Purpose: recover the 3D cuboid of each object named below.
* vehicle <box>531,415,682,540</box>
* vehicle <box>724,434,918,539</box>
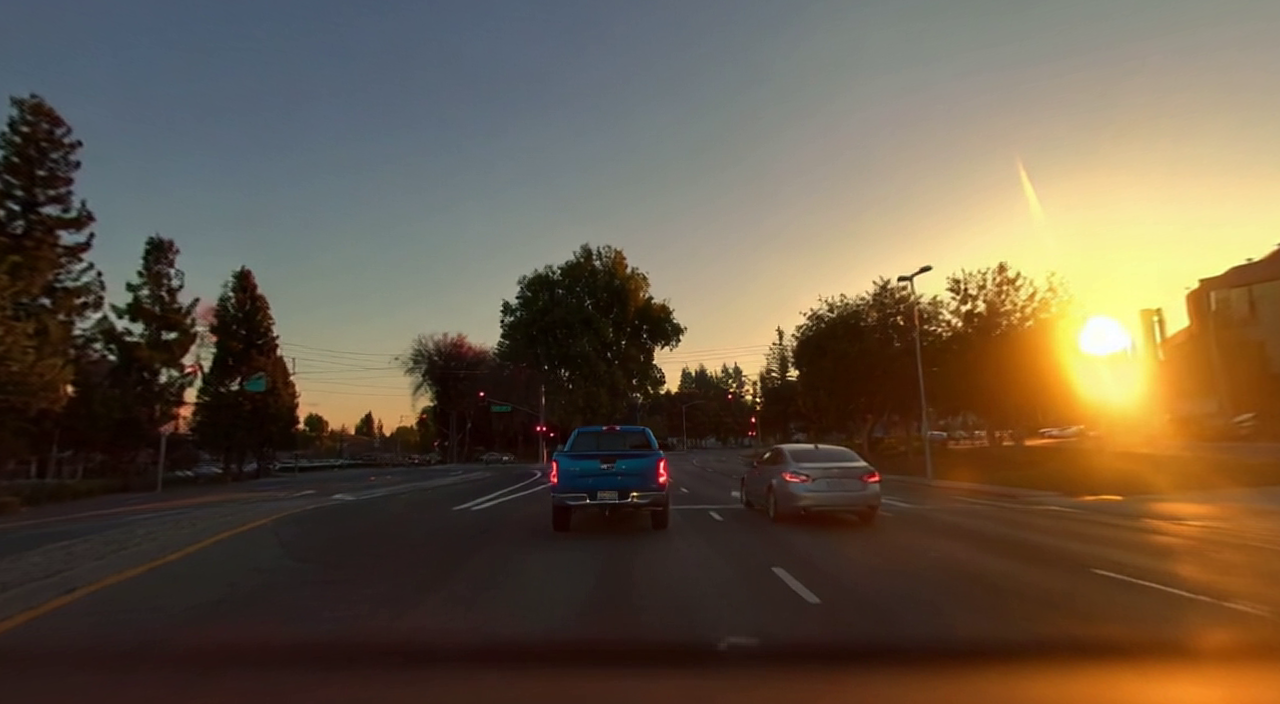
[{"bbox_3d":[-0.495,2.149,11.454,2.145,1.762,4.731,0,-8,-1],"label":"vehicle"},{"bbox_3d":[2.922,2.278,11.410,2.073,1.484,4.437,0,-8,-2],"label":"vehicle"}]
